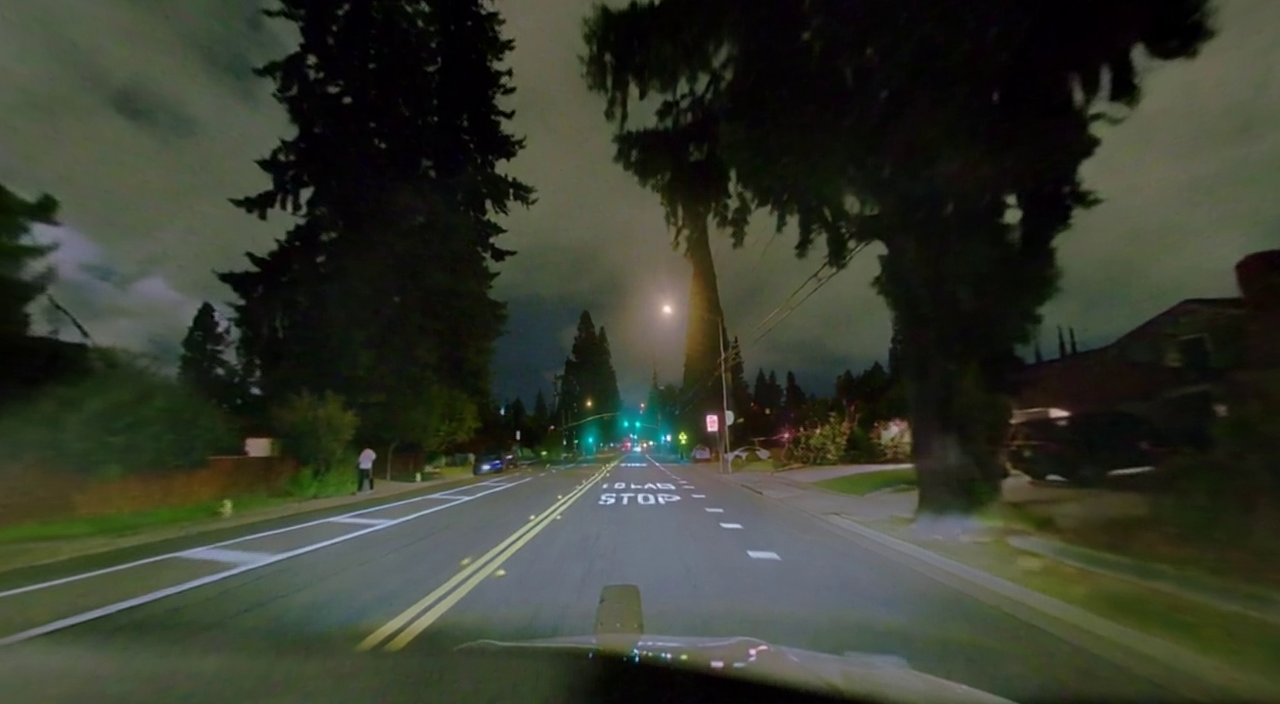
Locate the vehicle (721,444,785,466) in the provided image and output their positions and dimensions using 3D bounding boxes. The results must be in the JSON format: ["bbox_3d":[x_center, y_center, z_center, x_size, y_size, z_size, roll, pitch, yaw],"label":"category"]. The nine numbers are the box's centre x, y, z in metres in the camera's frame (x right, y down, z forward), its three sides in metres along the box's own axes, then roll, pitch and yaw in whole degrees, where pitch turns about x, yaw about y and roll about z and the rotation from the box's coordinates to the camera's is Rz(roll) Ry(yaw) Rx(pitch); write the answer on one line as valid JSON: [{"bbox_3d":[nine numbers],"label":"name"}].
[{"bbox_3d":[8.110,7.438,45.539,4.438,1.466,1.943,-1,-8,8],"label":"vehicle"}]

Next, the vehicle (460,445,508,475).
[{"bbox_3d":[-9.362,6.519,38.076,1.998,1.684,4.180,1,-9,-3],"label":"vehicle"}]
